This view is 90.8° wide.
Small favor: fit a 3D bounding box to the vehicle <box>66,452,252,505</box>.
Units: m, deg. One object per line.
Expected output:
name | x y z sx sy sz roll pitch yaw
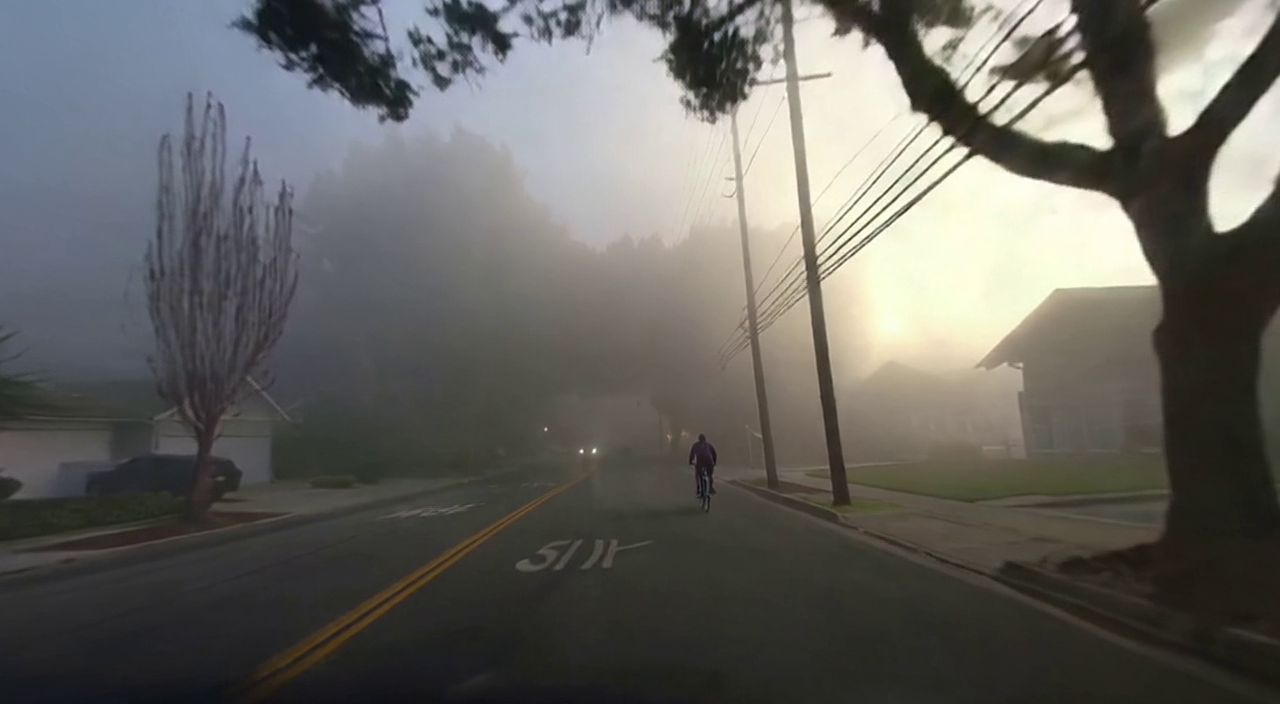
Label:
vehicle | -14.573 3.829 19.332 4.143 1.480 1.755 0 -8 -2
